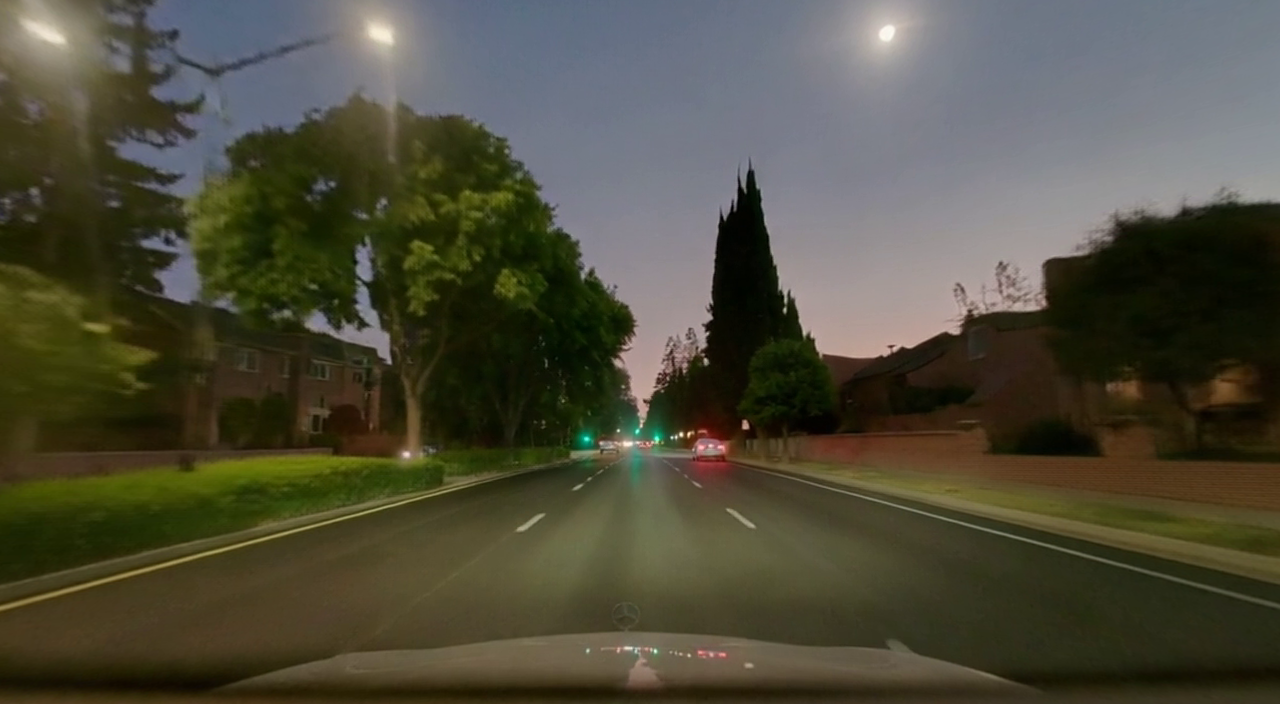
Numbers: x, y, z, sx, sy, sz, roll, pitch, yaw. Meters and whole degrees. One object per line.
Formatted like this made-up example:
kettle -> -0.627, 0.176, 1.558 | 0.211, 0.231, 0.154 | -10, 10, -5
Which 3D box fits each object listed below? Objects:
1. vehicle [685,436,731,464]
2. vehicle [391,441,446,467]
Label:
vehicle -> 4.067, 5.993, 38.536 | 2.237, 1.578, 4.621 | 0, -8, -1
vehicle -> -16.930, 7.808, 48.542 | 2.208, 1.899, 5.269 | -1, -8, 2
